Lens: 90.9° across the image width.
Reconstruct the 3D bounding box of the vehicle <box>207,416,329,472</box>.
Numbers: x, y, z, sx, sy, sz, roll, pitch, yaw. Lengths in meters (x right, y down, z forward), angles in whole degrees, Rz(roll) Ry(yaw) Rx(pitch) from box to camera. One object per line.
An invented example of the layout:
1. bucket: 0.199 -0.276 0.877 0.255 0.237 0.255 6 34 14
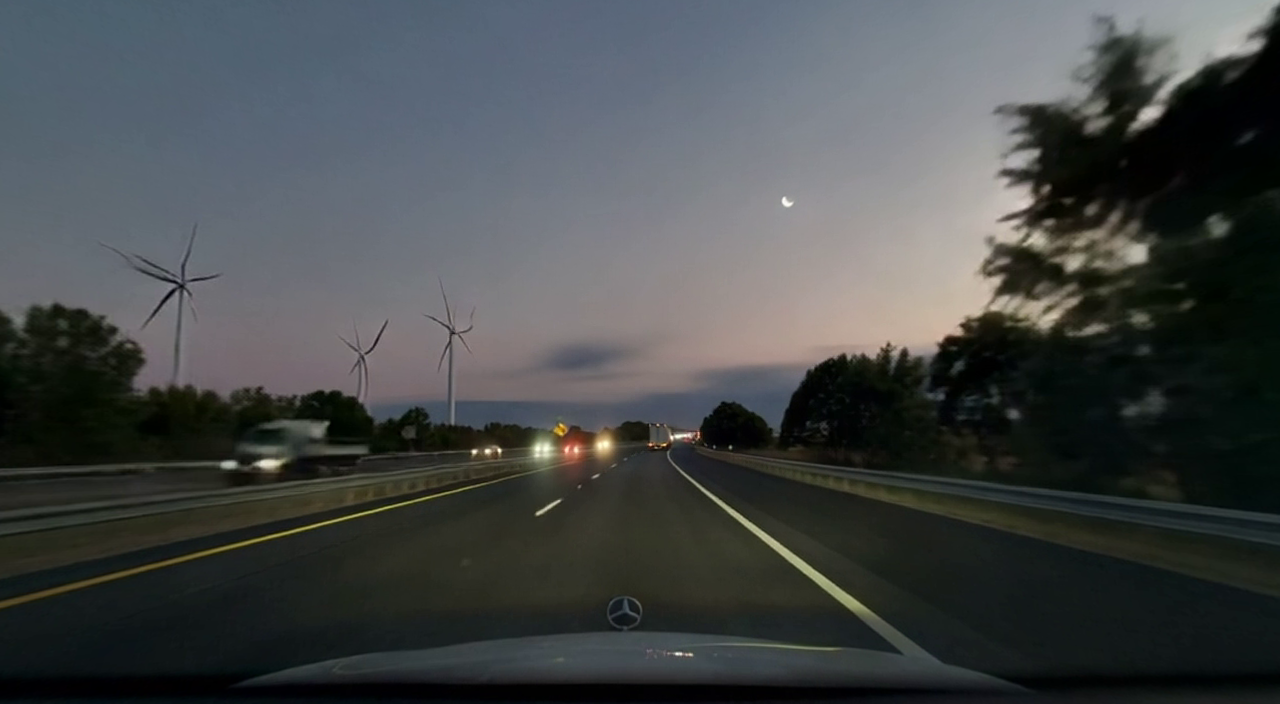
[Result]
1. vehicle: -16.709 4.214 28.737 2.169 2.282 5.319 0 -9 1
